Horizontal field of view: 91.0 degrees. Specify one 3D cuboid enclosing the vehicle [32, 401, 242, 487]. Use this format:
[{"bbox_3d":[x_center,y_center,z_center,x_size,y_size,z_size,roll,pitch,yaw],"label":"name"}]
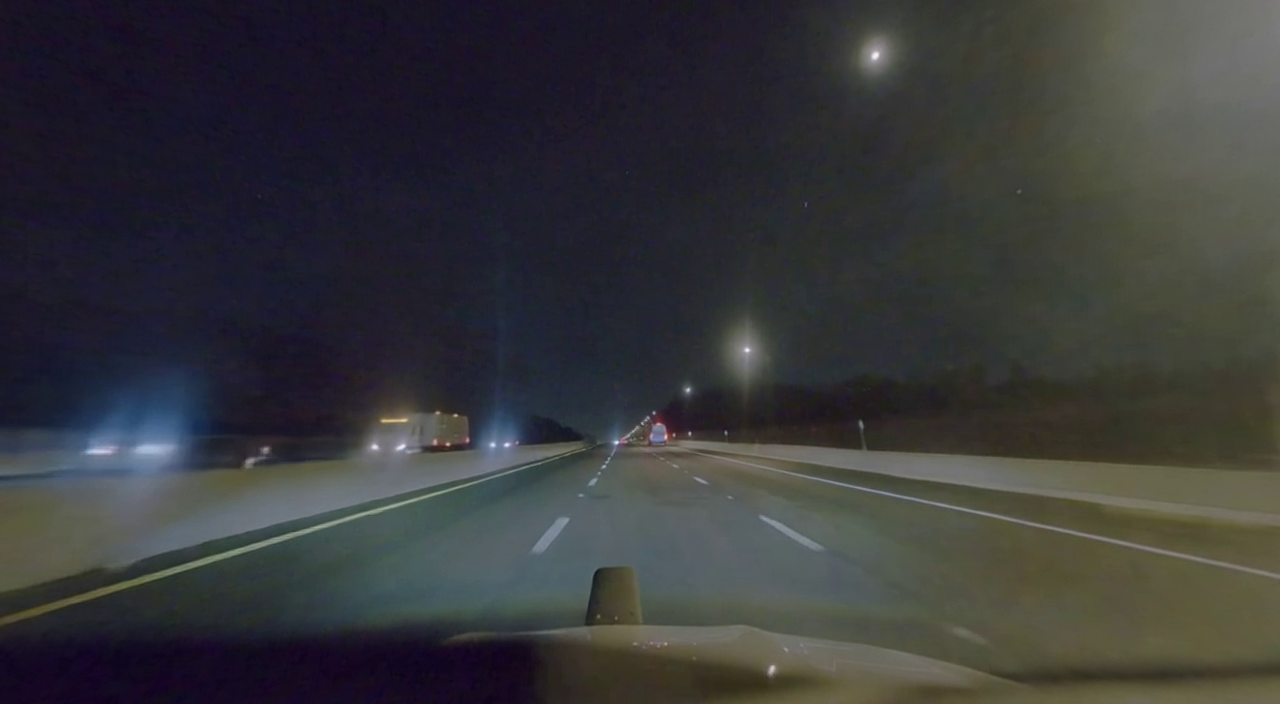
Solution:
[{"bbox_3d":[-17.250,3.224,22.218,2.416,2.561,5.947,-1,-8,0],"label":"vehicle"}]
